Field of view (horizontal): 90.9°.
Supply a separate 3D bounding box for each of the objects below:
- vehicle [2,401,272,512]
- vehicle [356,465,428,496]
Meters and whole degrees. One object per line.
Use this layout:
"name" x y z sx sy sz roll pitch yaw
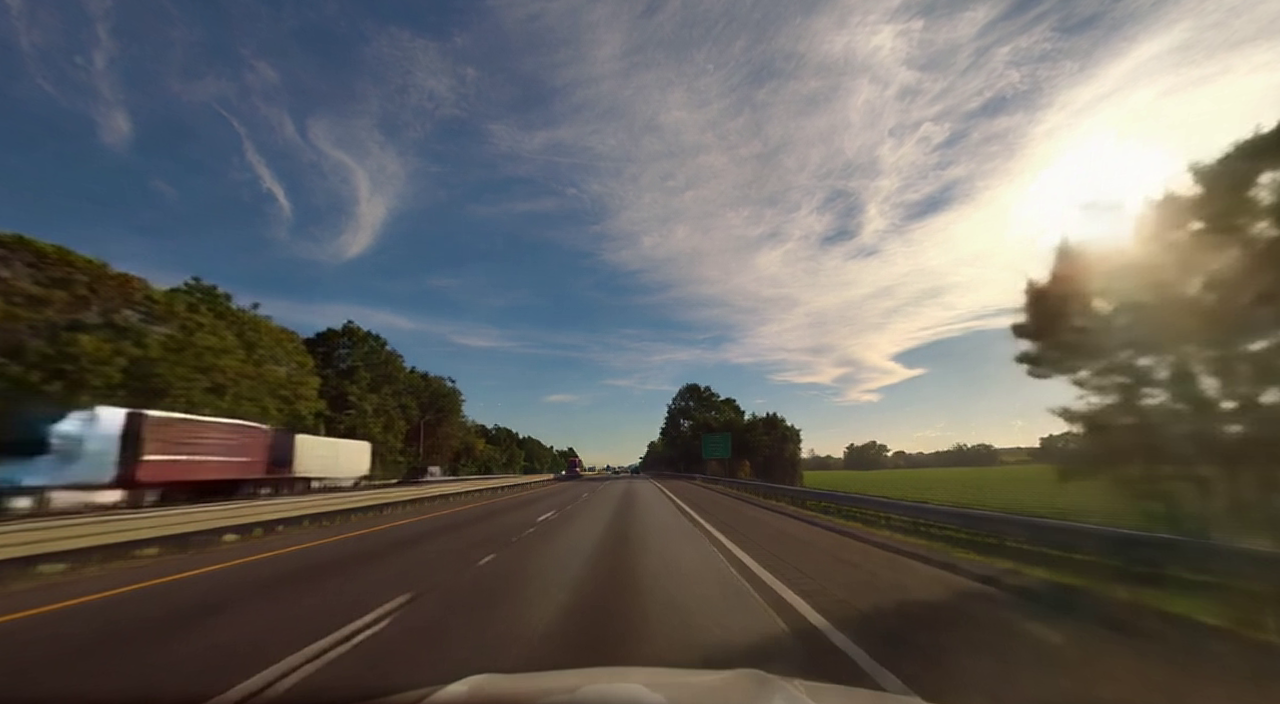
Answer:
"vehicle" -16.685 3.677 21.944 2.913 3.149 7.507 1 -10 1
"vehicle" -12.370 6.419 31.730 1.957 1.404 3.956 1 -10 1
